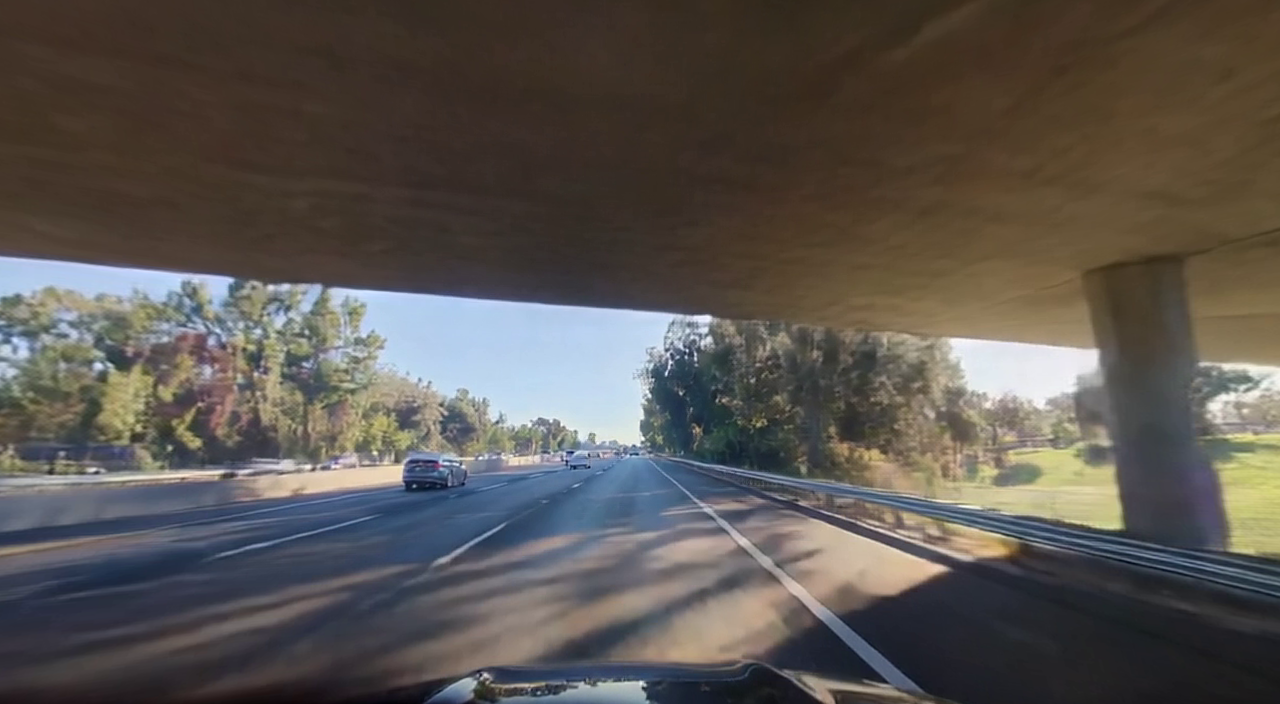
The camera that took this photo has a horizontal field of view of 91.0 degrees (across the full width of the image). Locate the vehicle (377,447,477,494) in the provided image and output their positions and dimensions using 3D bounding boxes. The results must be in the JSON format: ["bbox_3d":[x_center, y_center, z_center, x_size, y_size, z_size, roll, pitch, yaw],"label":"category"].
[{"bbox_3d":[-7.621,4.270,23.112,2.002,1.507,4.631,0,-9,1],"label":"vehicle"}]

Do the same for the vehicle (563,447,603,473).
[{"bbox_3d":[-3.667,7.056,41.341,2.102,1.571,4.666,0,-9,1],"label":"vehicle"}]
